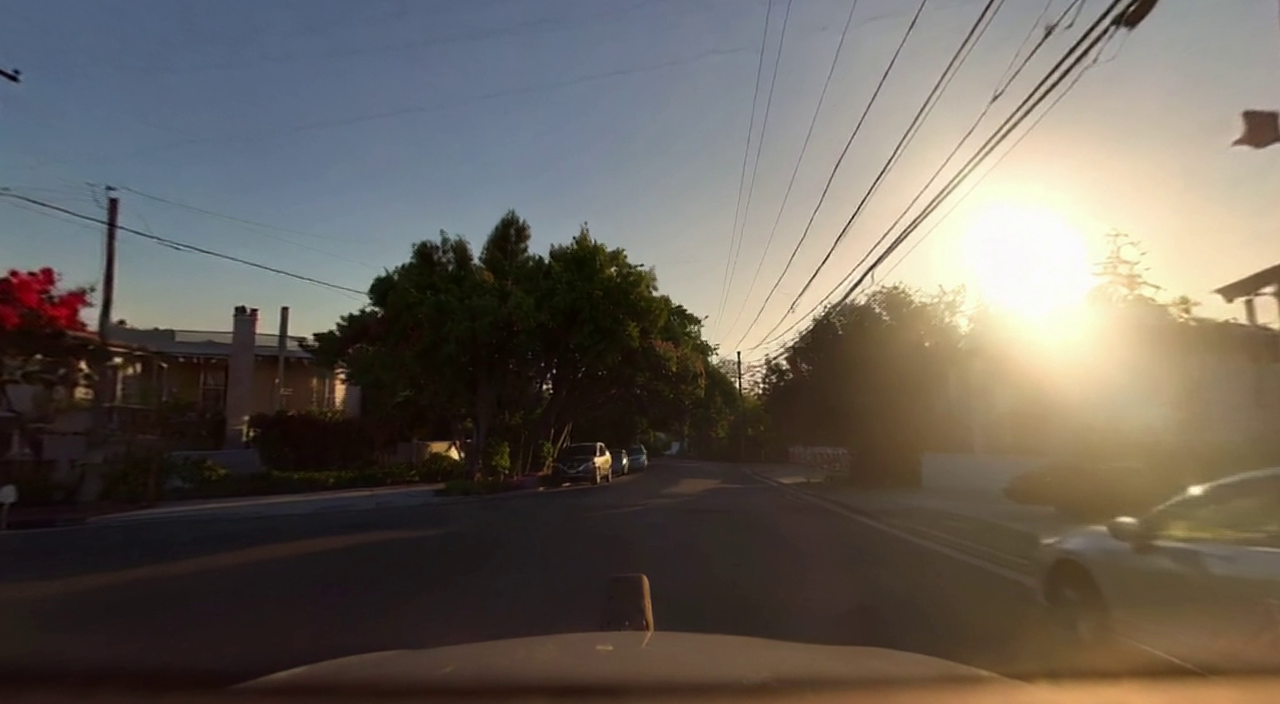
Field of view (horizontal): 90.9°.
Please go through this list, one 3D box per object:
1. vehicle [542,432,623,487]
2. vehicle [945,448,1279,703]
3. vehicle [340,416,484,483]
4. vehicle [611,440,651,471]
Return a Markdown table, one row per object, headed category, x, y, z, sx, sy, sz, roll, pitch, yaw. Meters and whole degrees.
| category | x | y | z | sx | sy | sz | roll | pitch | yaw |
| --- | --- | --- | --- | --- | --- | --- | --- | --- | --- |
| vehicle | -2.141 | 4.323 | 25.647 | 2.463 | 1.951 | 5.794 | 0 | -9 | 3 |
| vehicle | 3.737 | 1.212 | 3.053 | 2.151 | 1.468 | 5.066 | 0 | -9 | 2 |
| vehicle | -10.182 | 4.427 | 28.747 | 5.828 | 2.818 | 2.231 | 2 | -9 | -13 |
| vehicle | -0.521 | 6.850 | 41.948 | 2.139 | 1.882 | 4.635 | -1 | -9 | 6 |
